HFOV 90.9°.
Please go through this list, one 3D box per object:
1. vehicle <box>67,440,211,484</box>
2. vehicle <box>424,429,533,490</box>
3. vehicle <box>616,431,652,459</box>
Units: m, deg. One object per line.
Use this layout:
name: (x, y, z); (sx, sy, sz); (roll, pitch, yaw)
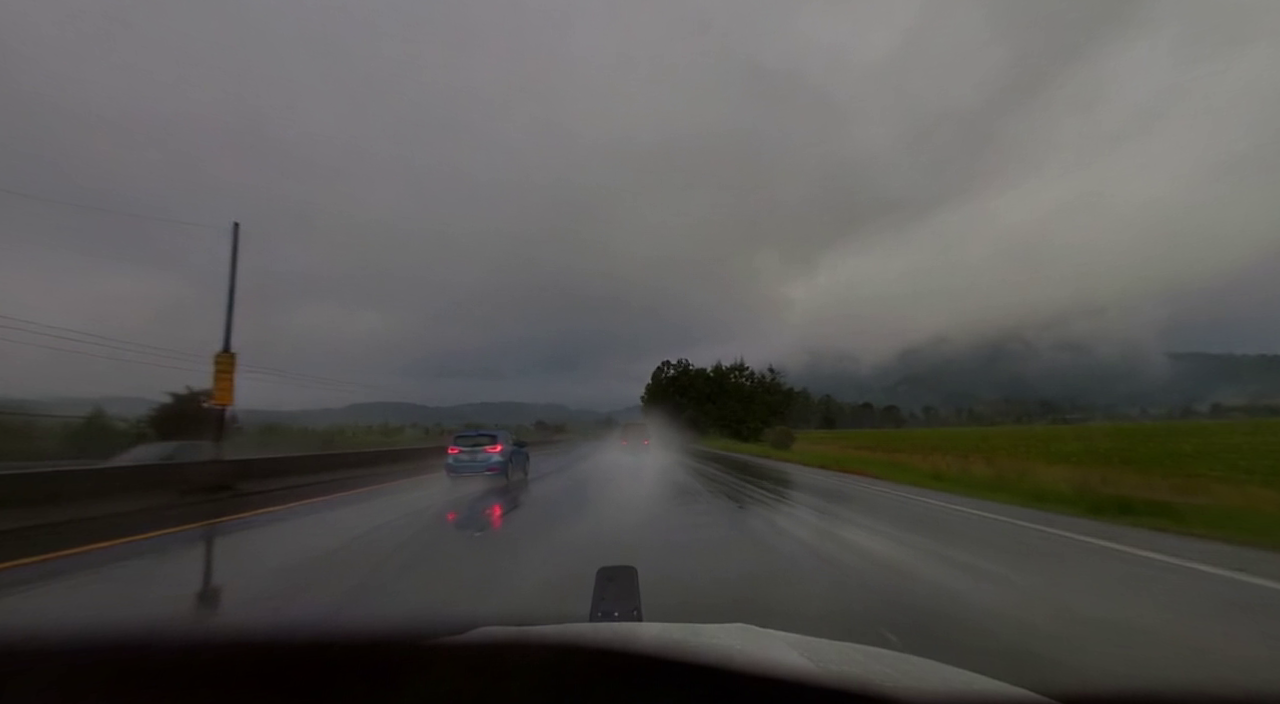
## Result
vehicle: (-19.548, 4.281, 24.890); (1.975, 1.534, 4.443); (0, -8, 1)
vehicle: (-4.328, 2.915, 17.563); (1.931, 1.483, 4.105); (0, -8, 0)
vehicle: (-0.386, 5.780, 39.385); (2.162, 1.616, 4.242); (0, -8, -1)
